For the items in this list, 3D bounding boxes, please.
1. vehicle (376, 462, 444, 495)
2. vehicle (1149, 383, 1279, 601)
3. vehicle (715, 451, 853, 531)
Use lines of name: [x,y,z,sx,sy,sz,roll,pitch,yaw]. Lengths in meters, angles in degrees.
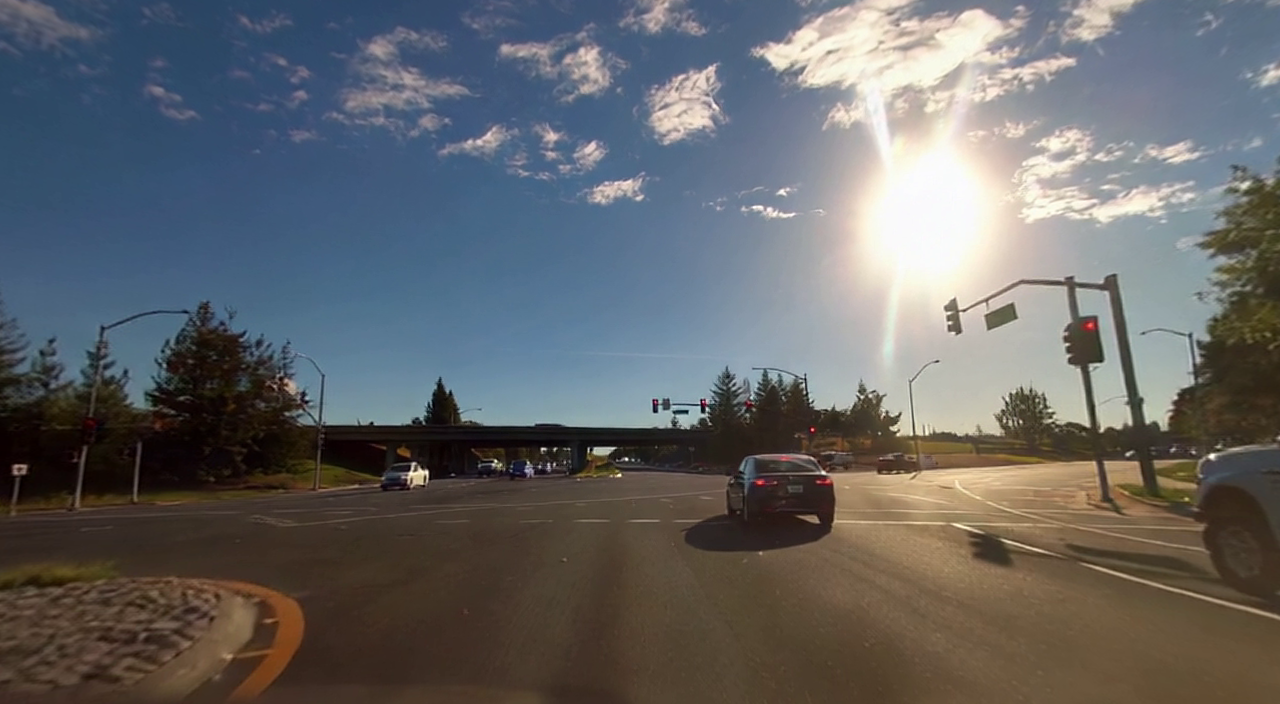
vehicle: [-13.052,7.168,36.224,2.126,1.506,5.411,-3,-9,-3]
vehicle: [6.431,1.004,4.167,2.007,1.828,4.896,0,-9,0]
vehicle: [2.921,2.909,13.930,1.909,1.425,4.521,0,-9,-1]
